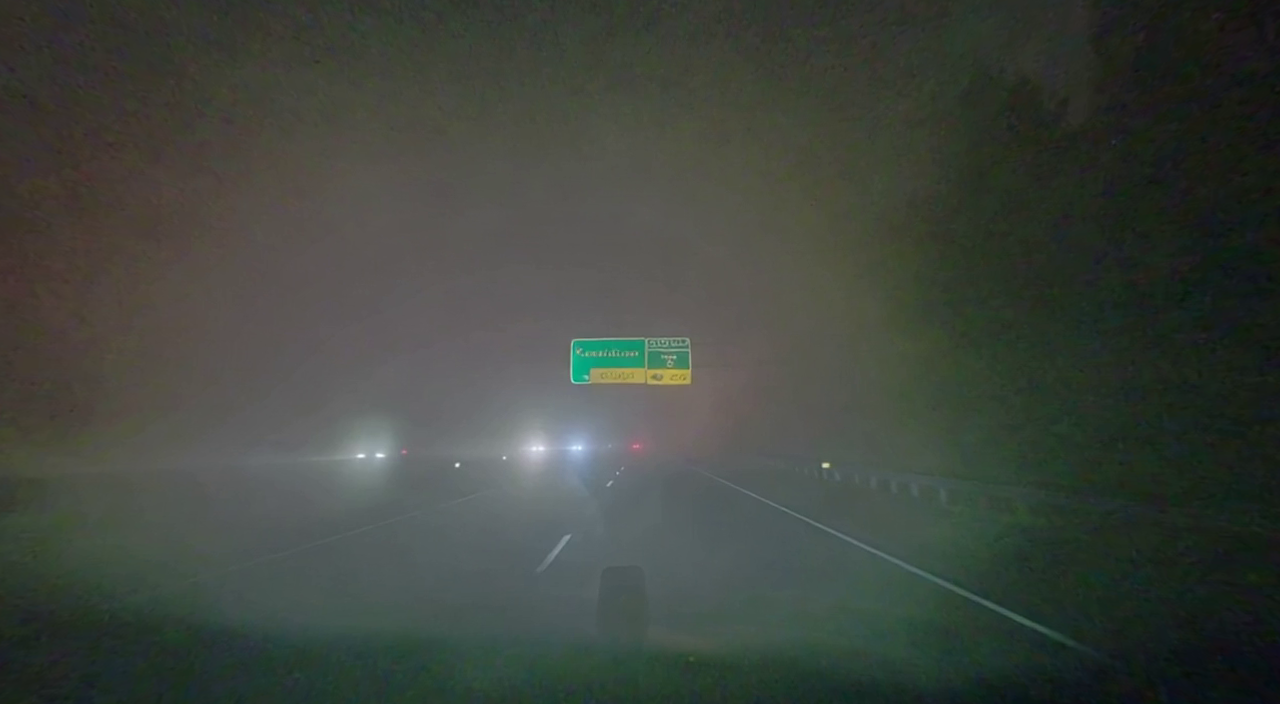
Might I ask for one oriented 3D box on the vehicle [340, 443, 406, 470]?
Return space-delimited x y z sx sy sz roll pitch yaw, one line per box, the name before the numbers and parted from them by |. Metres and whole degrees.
vehicle | -15.680 6.154 37.236 1.871 1.482 4.598 0 -8 0
